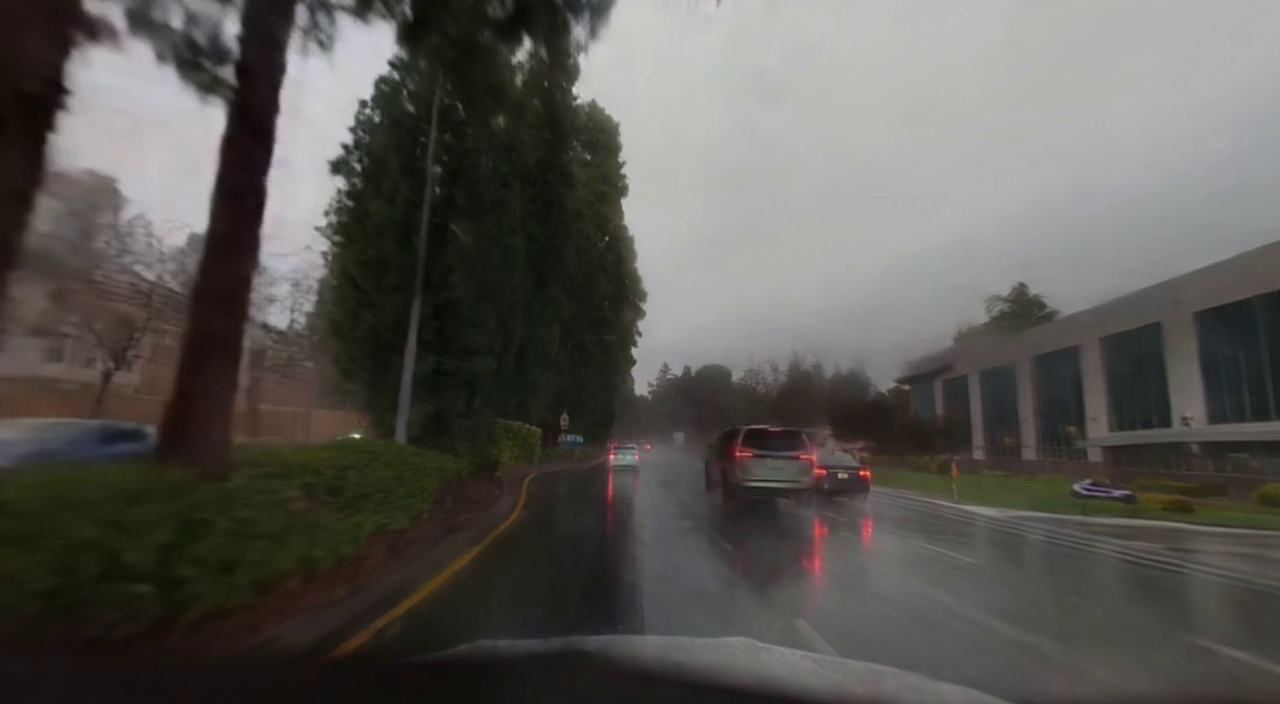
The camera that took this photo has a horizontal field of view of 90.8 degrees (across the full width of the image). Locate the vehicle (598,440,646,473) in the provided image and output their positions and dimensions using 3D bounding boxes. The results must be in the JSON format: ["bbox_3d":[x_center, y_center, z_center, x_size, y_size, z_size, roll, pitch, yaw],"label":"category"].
[{"bbox_3d":[-0.789,4.910,29.848,2.119,1.460,3.847,0,-9,0],"label":"vehicle"}]

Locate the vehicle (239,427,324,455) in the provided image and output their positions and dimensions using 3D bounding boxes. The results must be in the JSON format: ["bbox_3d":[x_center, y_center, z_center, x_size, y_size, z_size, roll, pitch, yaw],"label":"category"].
[{"bbox_3d":[-19.316,4.863,34.288,1.913,1.417,4.592,0,-9,0],"label":"vehicle"}]

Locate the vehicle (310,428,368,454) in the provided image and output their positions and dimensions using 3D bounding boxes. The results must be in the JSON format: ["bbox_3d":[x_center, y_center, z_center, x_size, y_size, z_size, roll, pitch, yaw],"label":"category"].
[{"bbox_3d":[-19.486,5.808,41.115,1.780,1.546,4.060,0,-9,-1],"label":"vehicle"}]

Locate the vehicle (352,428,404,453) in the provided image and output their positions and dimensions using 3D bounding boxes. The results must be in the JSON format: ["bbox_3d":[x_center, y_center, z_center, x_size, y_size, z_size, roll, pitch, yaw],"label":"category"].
[{"bbox_3d":[-19.473,6.632,47.200,1.958,1.756,4.530,0,-9,0],"label":"vehicle"}]

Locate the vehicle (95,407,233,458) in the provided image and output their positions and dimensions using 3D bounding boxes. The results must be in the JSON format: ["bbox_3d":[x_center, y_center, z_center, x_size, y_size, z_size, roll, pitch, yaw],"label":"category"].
[{"bbox_3d":[-19.308,3.360,25.994,2.056,1.899,4.803,0,-9,-2],"label":"vehicle"}]

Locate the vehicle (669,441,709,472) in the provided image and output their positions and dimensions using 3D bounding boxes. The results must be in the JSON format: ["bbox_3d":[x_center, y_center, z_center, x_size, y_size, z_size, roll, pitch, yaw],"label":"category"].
[{"bbox_3d":[2.834,6.140,37.421,1.922,1.708,4.126,0,-9,-2],"label":"vehicle"}]

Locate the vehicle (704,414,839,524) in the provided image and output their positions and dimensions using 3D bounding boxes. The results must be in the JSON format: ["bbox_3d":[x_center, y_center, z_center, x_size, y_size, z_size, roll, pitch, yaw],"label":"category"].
[{"bbox_3d":[2.820,2.607,14.527,2.035,1.940,4.299,5,-9,0],"label":"vehicle"}]

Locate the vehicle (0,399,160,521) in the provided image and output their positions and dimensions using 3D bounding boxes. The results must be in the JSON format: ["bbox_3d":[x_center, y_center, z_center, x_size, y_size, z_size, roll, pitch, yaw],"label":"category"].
[{"bbox_3d":[-8.672,1.357,7.952,1.861,1.456,4.303,0,-9,0],"label":"vehicle"}]

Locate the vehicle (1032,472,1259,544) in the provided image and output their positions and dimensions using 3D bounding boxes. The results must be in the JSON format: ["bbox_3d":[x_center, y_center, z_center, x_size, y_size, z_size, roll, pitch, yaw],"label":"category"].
[{"bbox_3d":[14.296,4.422,18.208,4.545,1.770,2.057,-2,-9,10],"label":"vehicle"}]

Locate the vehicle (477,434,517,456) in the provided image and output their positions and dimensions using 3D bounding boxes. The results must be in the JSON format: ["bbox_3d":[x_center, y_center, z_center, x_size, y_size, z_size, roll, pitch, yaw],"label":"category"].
[{"bbox_3d":[-11.189,7.307,49.687,2.105,1.645,4.590,0,-9,0],"label":"vehicle"}]
